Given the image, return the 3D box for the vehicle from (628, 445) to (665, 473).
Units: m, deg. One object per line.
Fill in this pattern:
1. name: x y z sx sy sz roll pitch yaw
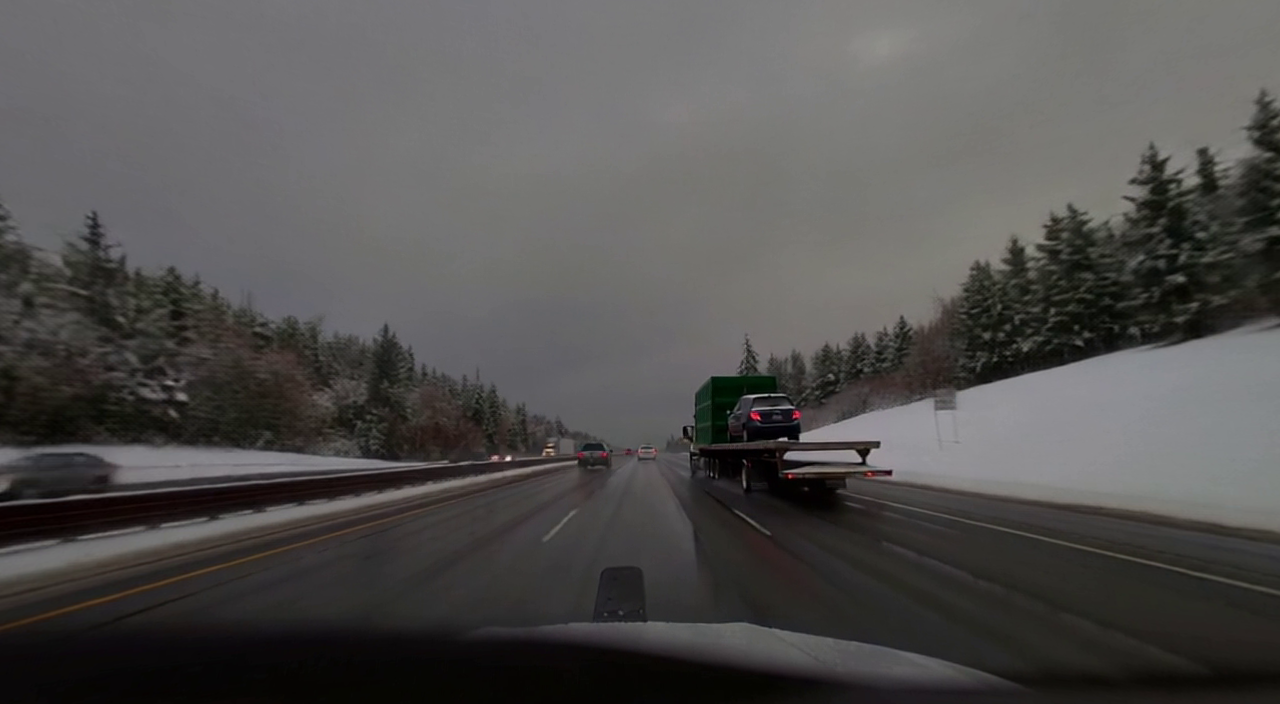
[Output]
1. vehicle: 0.383 6.241 36.892 2.086 1.497 3.681 0 -9 1

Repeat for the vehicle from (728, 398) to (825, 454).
1. vehicle: 4.099 2.395 19.743 1.968 1.547 4.215 0 -9 -2

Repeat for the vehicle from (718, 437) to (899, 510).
1. vehicle: 4.246 3.383 18.477 2.654 1.574 9.537 0 -9 0

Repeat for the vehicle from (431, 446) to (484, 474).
1. vehicle: -10.784 6.422 37.561 1.891 1.528 4.142 0 -9 1

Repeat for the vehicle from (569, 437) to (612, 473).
1. vehicle: -2.930 6.253 38.352 2.142 2.044 4.446 0 -9 2

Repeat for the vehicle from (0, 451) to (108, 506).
1. vehicle: -18.569 3.731 18.928 1.962 1.488 3.587 0 -9 0
